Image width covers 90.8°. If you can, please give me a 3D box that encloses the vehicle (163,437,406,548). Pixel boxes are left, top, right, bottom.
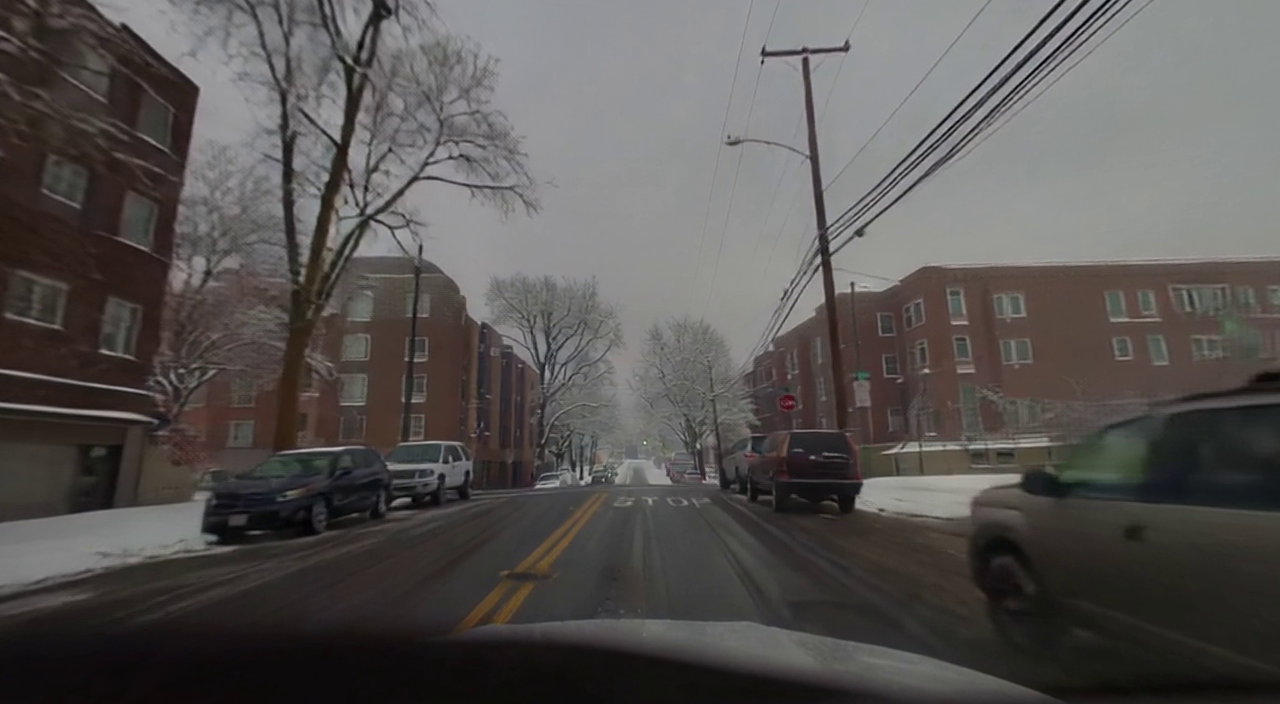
[{"bbox_3d":[-6.310,2.499,11.998,2.069,1.647,4.359,-1,-8,0],"label":"vehicle"}]

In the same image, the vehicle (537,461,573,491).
[{"bbox_3d":[-5.911,8.635,44.363,1.987,1.662,4.141,-2,-7,-1],"label":"vehicle"}]

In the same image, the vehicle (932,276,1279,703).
[{"bbox_3d":[3.306,0.658,2.021,2.082,1.902,5.122,0,-9,-3],"label":"vehicle"}]

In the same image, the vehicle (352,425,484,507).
[{"bbox_3d":[-6.115,3.304,18.188,2.076,1.913,5.060,-3,-11,-1],"label":"vehicle"}]

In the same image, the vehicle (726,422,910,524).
[{"bbox_3d":[3.330,2.377,13.000,2.154,1.699,4.591,0,-9,-4],"label":"vehicle"}]
